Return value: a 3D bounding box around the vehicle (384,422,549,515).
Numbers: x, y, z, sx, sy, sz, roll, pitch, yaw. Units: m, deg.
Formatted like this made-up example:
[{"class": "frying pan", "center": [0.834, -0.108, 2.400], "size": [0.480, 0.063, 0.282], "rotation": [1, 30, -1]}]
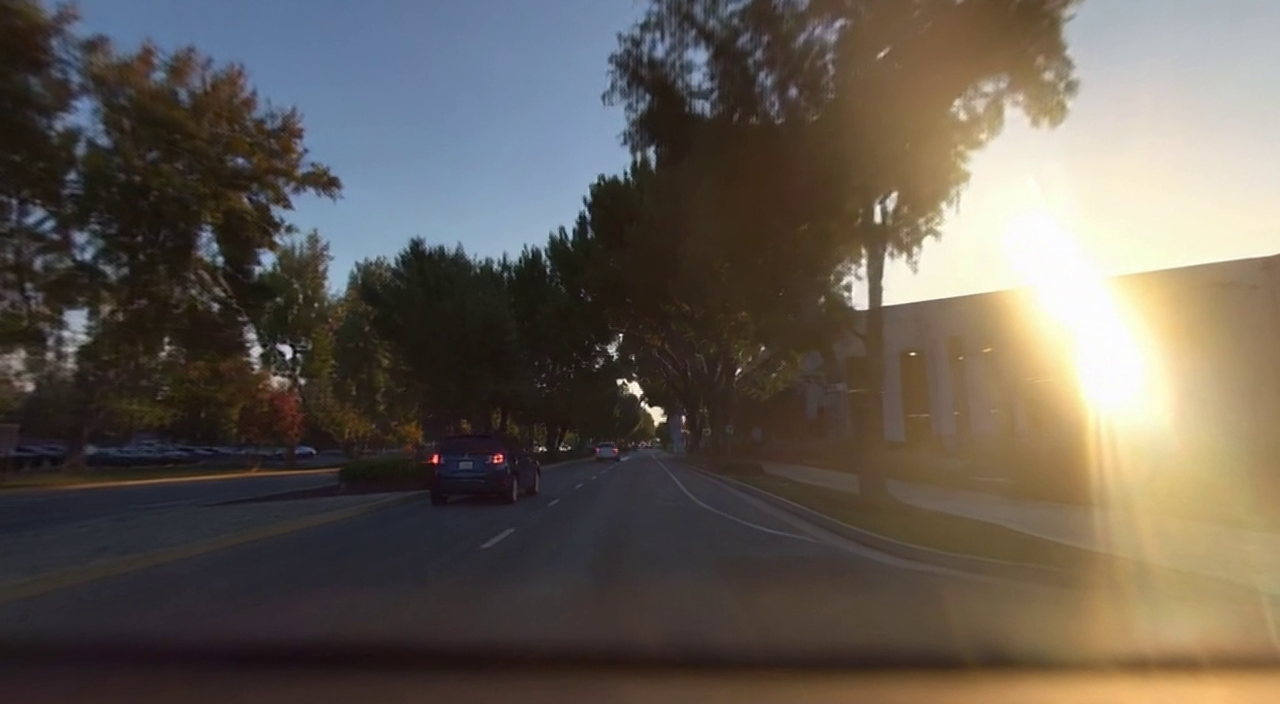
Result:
[{"class": "vehicle", "center": [-3.539, 2.484, 14.039], "size": [2.202, 1.685, 4.772], "rotation": [0, -8, 1]}]
